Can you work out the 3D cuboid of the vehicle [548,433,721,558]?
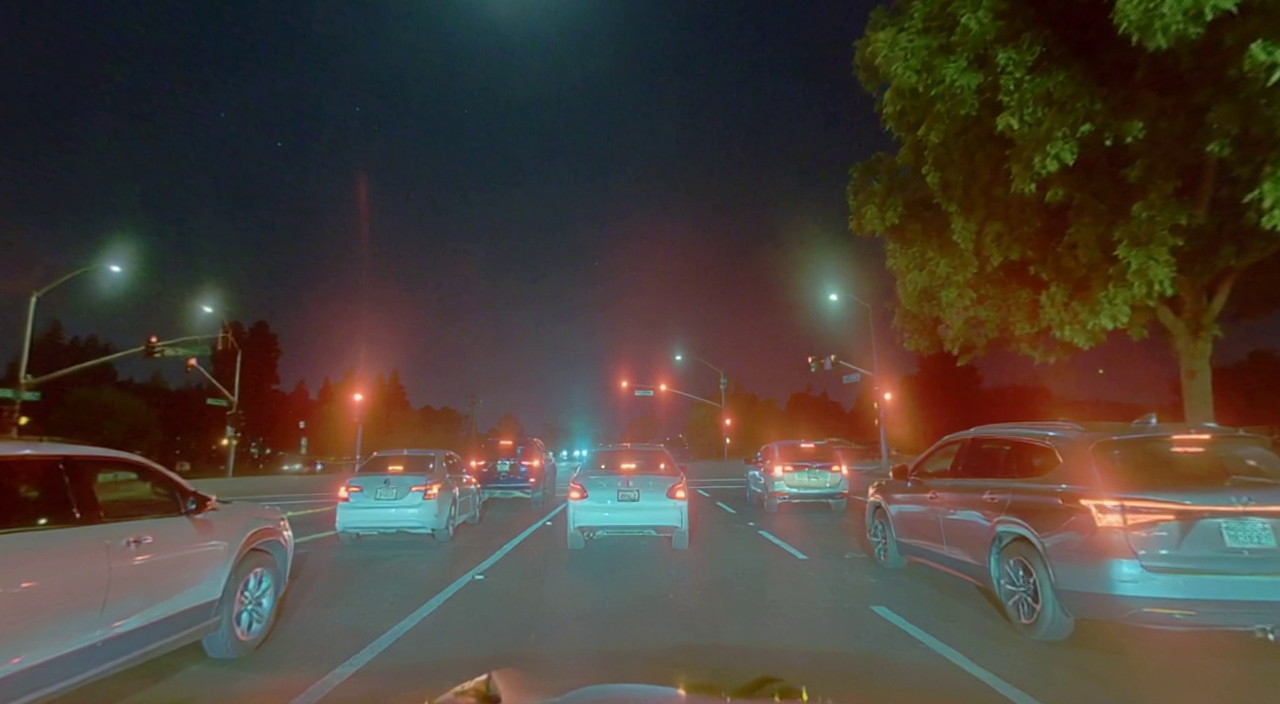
[{"bbox_3d":[-0.076,2.006,9.586,2.061,1.470,3.970,0,-8,0],"label":"vehicle"}]

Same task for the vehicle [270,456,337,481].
[{"bbox_3d":[-22.503,7.752,42.208,4.368,1.469,1.761,-5,-9,28],"label":"vehicle"}]

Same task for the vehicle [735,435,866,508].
[{"bbox_3d":[3.642,2.781,15.250,1.922,1.472,4.440,0,-8,-1],"label":"vehicle"}]

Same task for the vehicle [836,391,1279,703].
[{"bbox_3d":[3.393,1.306,5.421,1.933,1.564,4.600,0,-8,0],"label":"vehicle"}]

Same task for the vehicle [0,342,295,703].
[{"bbox_3d":[-3.655,0.843,2.536,2.047,1.764,4.369,0,-8,0],"label":"vehicle"}]

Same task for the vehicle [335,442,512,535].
[{"bbox_3d":[-3.912,2.501,12.333,1.919,1.459,4.371,0,-8,0],"label":"vehicle"}]
